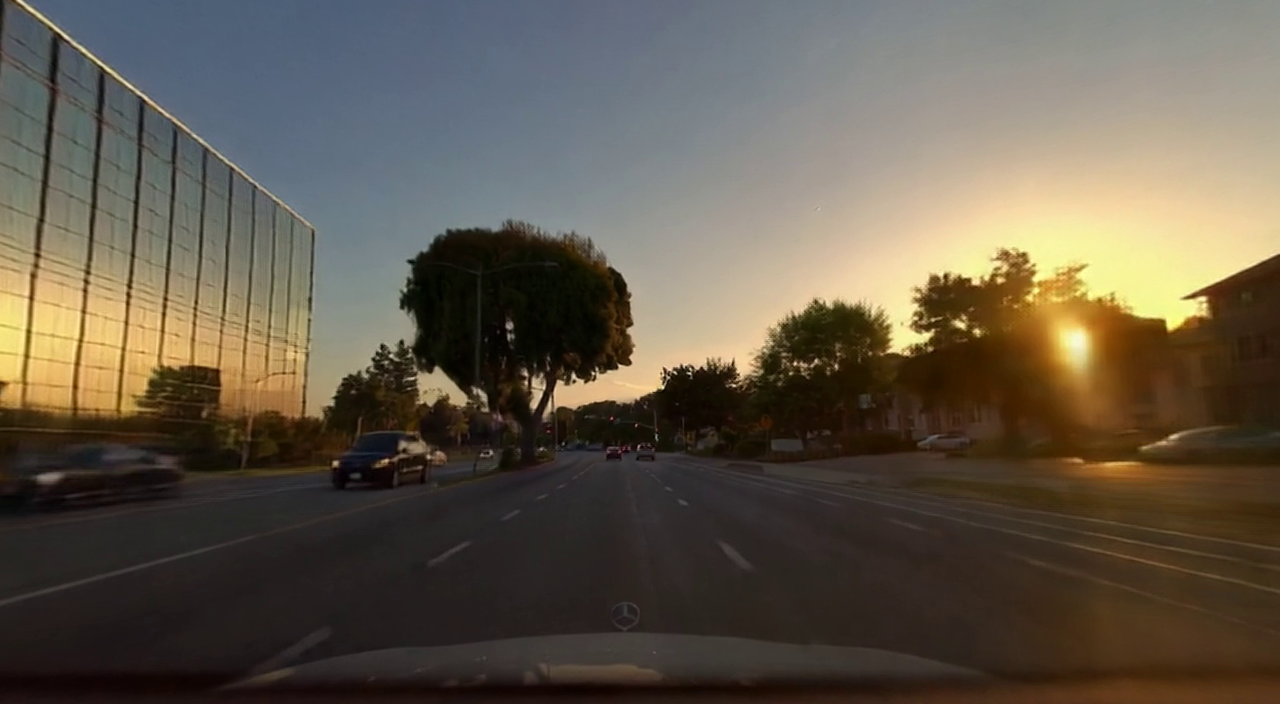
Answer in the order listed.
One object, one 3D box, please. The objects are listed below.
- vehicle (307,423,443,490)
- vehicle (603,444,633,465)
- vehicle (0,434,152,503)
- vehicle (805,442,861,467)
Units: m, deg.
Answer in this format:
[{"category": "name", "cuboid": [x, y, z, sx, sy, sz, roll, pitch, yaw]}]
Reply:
[{"category": "vehicle", "cuboid": [-8.908, 3.601, 22.020, 2.631, 1.990, 5.787, 1, -9, -5]}, {"category": "vehicle", "cuboid": [-1.642, 7.484, 46.435, 2.080, 1.445, 4.096, 0, -8, -3]}, {"category": "vehicle", "cuboid": [-15.922, 3.055, 16.991, 1.975, 1.596, 4.555, 0, -8, -1]}, {"category": "vehicle", "cuboid": [12.641, 6.729, 41.733, 2.024, 1.575, 4.498, 1, -8, -4]}]
